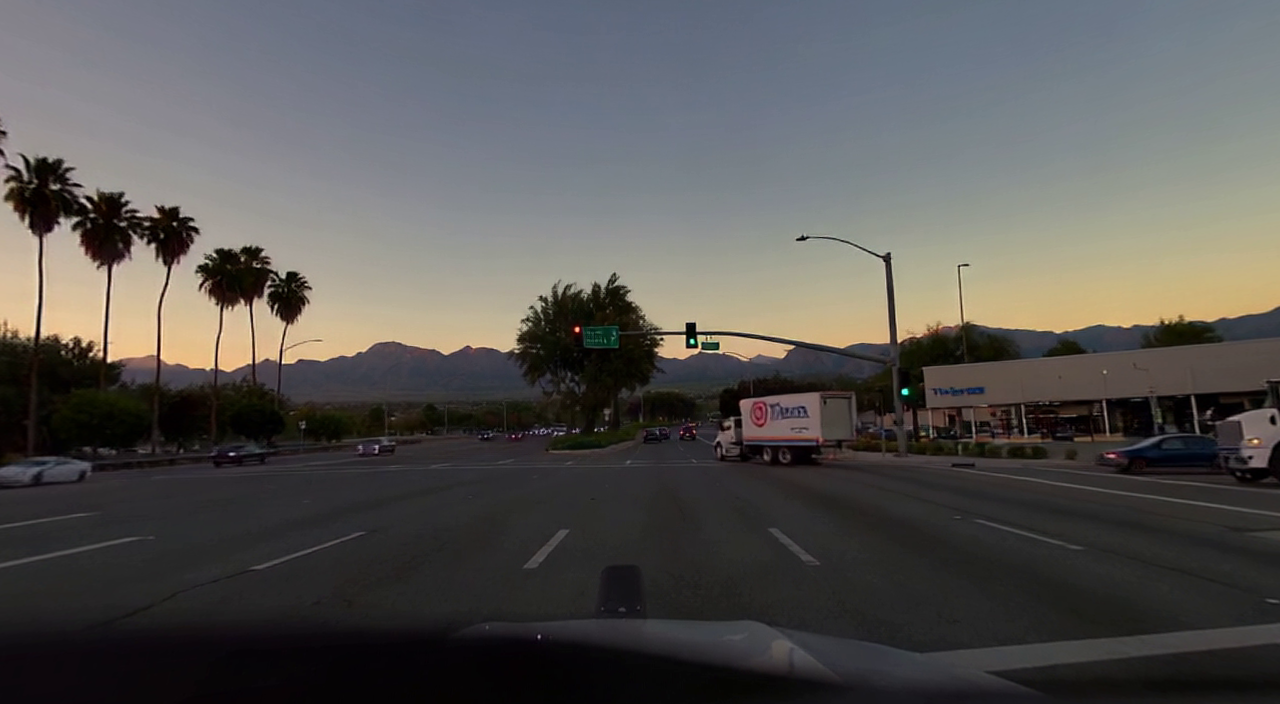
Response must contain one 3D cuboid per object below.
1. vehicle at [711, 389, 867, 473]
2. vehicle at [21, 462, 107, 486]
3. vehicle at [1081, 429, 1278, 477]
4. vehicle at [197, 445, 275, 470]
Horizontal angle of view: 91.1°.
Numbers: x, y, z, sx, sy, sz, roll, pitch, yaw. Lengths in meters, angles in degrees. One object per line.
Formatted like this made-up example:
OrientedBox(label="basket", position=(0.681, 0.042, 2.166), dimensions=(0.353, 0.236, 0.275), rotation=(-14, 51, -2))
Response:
OrientedBox(label="vehicle", position=(6.730, 3.802, 29.669), dimensions=(3.237, 3.414, 7.088), rotation=(5, -10, -27))
OrientedBox(label="vehicle", position=(-39.806, 8.439, 43.520), dimensions=(1.689, 1.434, 3.999), rotation=(-2, -9, 13))
OrientedBox(label="vehicle", position=(17.841, 3.368, 21.048), dimensions=(4.508, 1.493, 1.907), rotation=(-2, -9, 17))
OrientedBox(label="vehicle", position=(-26.211, 6.836, 40.926), dimensions=(1.868, 1.469, 4.746), rotation=(0, -9, 1))
